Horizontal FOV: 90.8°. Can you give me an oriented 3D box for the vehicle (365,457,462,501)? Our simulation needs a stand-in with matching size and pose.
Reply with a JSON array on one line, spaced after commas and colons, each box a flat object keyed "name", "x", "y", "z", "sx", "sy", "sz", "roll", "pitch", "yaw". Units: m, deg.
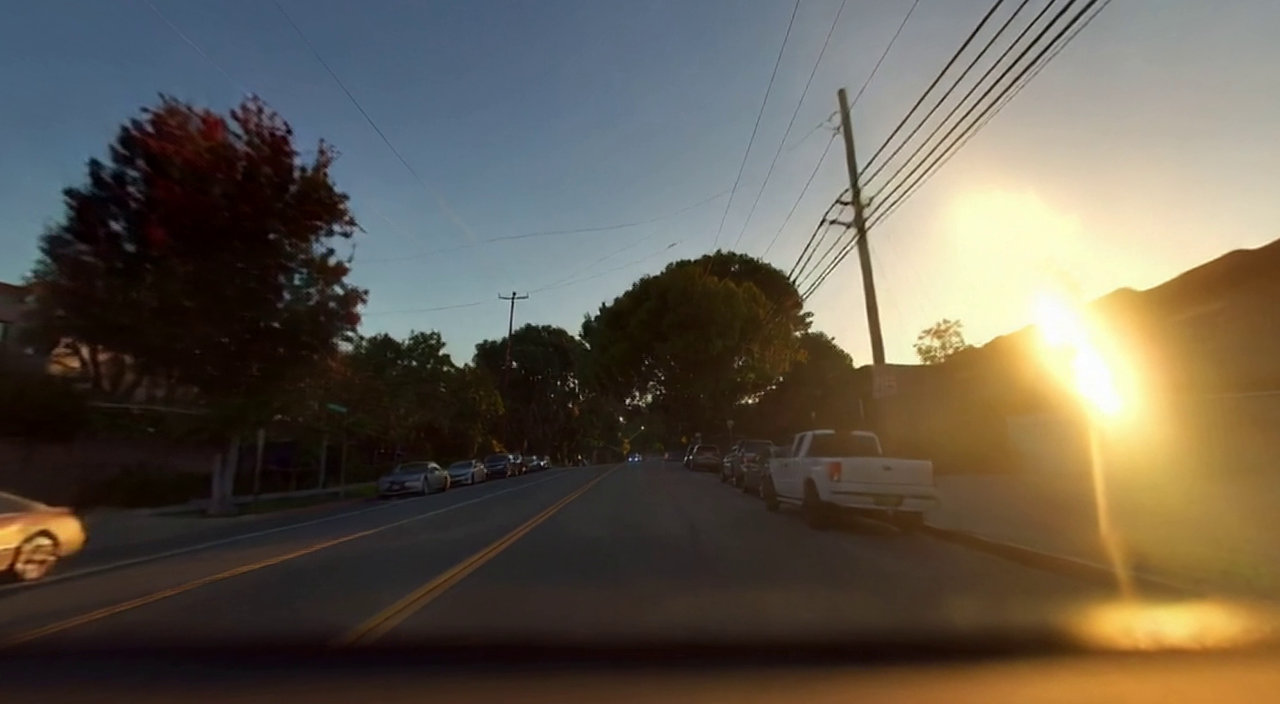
[{"name": "vehicle", "x": -8.988, "y": 5.063, "z": 25.584, "sx": 2.208, "sy": 1.508, "sz": 4.590, "roll": 0, "pitch": -9, "yaw": 0}]

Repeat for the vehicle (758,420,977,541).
[{"name": "vehicle", "x": 3.812, "y": 2.261, "z": 11.779, "sx": 2.225, "sy": 1.759, "sz": 4.817, "roll": 0, "pitch": -9, "yaw": -1}]

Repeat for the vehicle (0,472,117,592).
[{"name": "vehicle", "x": -9.201, "y": 2.310, "z": 7.763, "sx": 1.818, "sy": 1.469, "sz": 4.349, "roll": 0, "pitch": -9, "yaw": 0}]

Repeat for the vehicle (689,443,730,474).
[{"name": "vehicle", "x": 4.107, "y": 6.364, "z": 37.989, "sx": 2.155, "sy": 1.747, "sz": 4.311, "roll": -1, "pitch": -9, "yaw": 2}]

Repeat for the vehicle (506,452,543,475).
[{"name": "vehicle", "x": -8.814, "y": 8.595, "z": 48.505, "sx": 1.884, "sy": 1.526, "sz": 4.061, "roll": -5, "pitch": -10, "yaw": 2}]
